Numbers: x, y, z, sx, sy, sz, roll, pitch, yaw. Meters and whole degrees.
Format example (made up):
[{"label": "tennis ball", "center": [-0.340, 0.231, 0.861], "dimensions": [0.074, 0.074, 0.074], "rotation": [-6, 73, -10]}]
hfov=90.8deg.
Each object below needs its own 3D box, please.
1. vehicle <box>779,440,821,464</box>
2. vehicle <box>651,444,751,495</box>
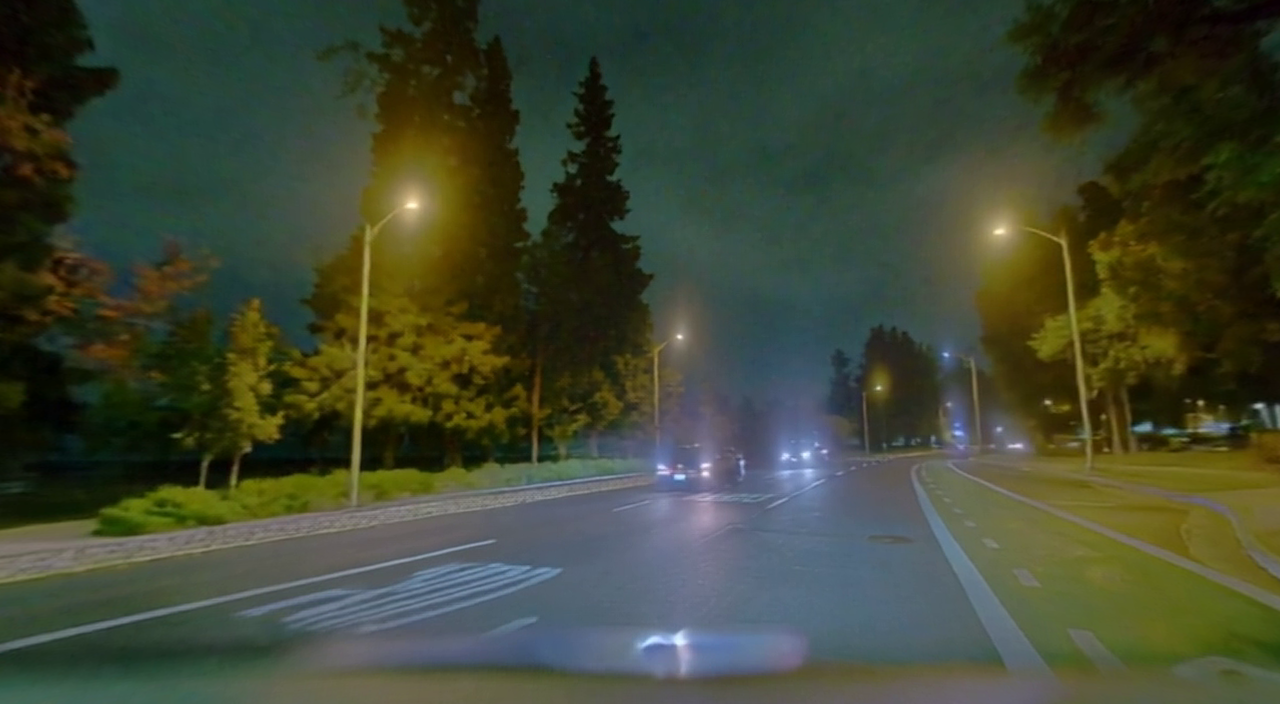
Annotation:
[{"label": "vehicle", "center": [12.478, 7.767, 49.100], "dimensions": [2.065, 1.744, 4.566], "rotation": [-5, -10, 27]}, {"label": "vehicle", "center": [2.128, 3.760, 20.716], "dimensions": [2.071, 1.456, 4.663], "rotation": [-3, -9, 21]}]
